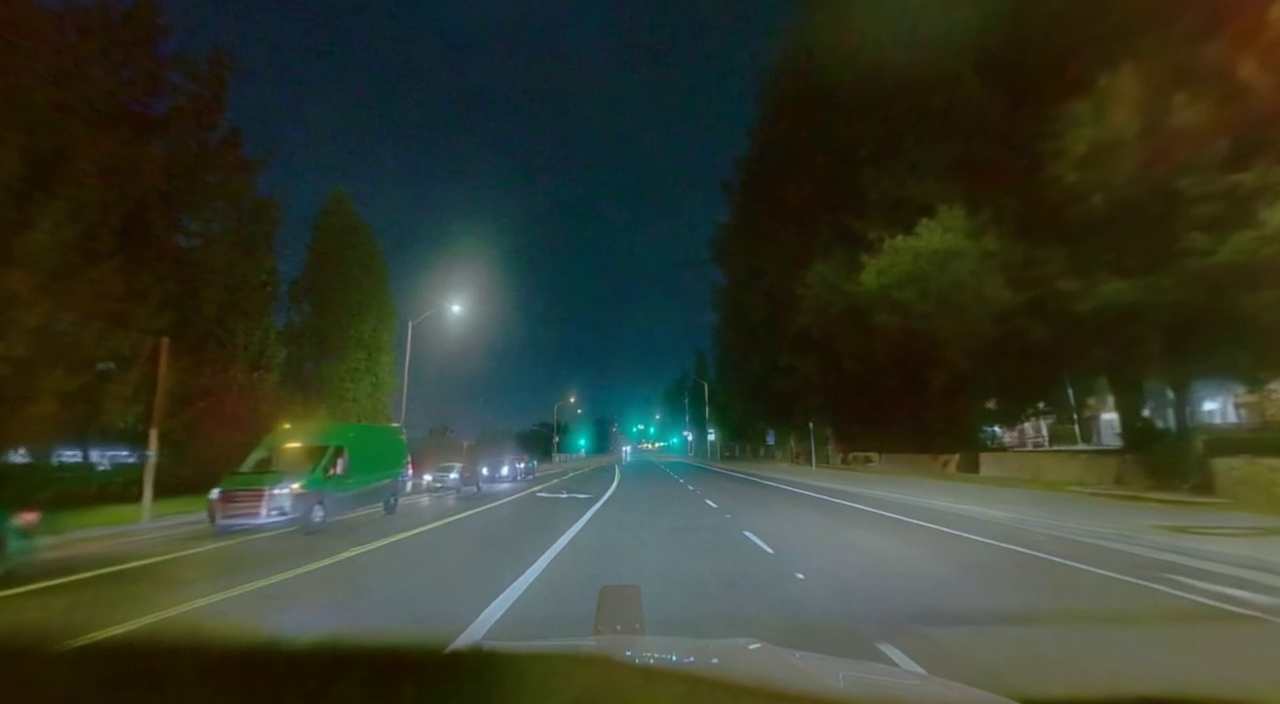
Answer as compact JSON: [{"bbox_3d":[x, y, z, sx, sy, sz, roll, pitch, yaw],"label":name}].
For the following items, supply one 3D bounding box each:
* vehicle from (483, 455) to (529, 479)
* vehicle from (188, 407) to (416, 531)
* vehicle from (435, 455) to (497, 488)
[{"bbox_3d":[-8.816,7.606,41.989,1.940,1.452,4.441,-1,-9,2],"label":"vehicle"},{"bbox_3d":[-8.789,3.126,17.597,2.617,2.736,6.621,0,-9,0],"label":"vehicle"},{"bbox_3d":[-8.853,6.097,32.564,1.959,1.469,4.369,0,-9,0],"label":"vehicle"}]
